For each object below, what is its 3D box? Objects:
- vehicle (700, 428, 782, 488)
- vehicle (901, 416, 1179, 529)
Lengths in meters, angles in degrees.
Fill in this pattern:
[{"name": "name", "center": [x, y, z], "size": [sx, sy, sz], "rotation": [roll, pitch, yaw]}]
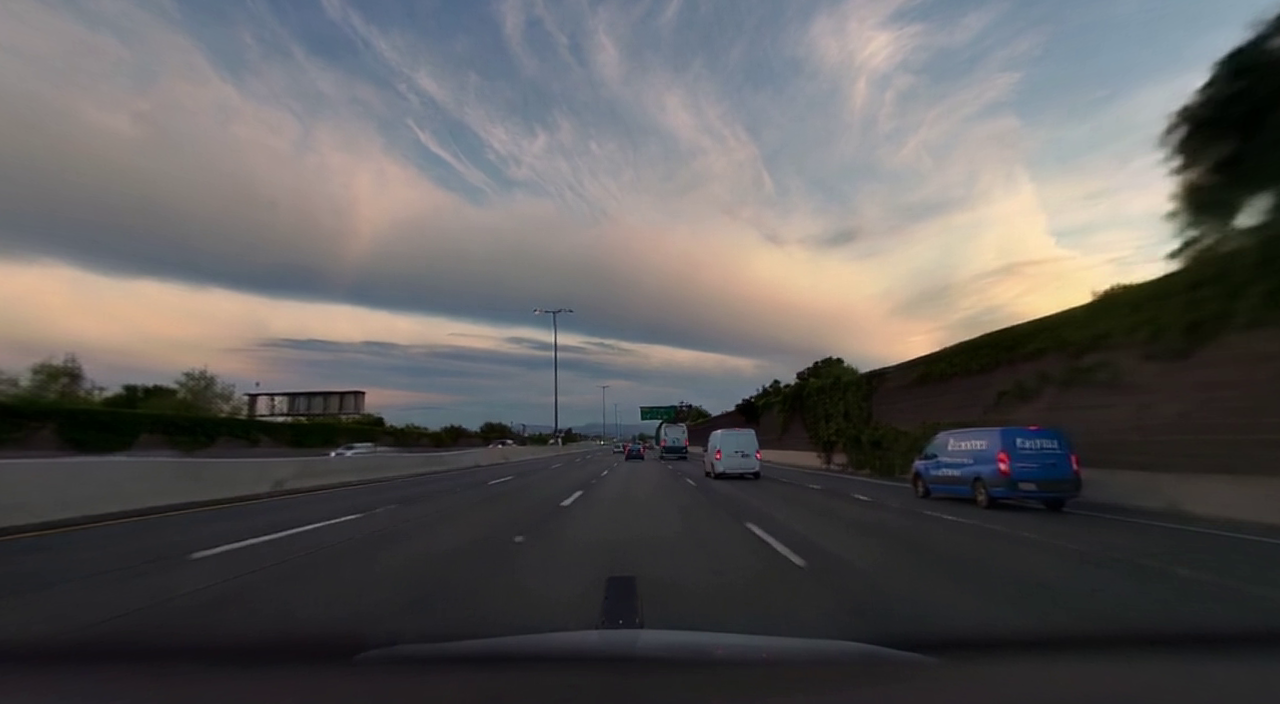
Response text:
[{"name": "vehicle", "center": [3.552, 3.846, 23.213], "size": [2.035, 1.931, 4.841], "rotation": [0, -9, -2]}, {"name": "vehicle", "center": [7.471, 2.310, 12.689], "size": [2.266, 1.799, 4.947], "rotation": [0, -9, -1]}]
